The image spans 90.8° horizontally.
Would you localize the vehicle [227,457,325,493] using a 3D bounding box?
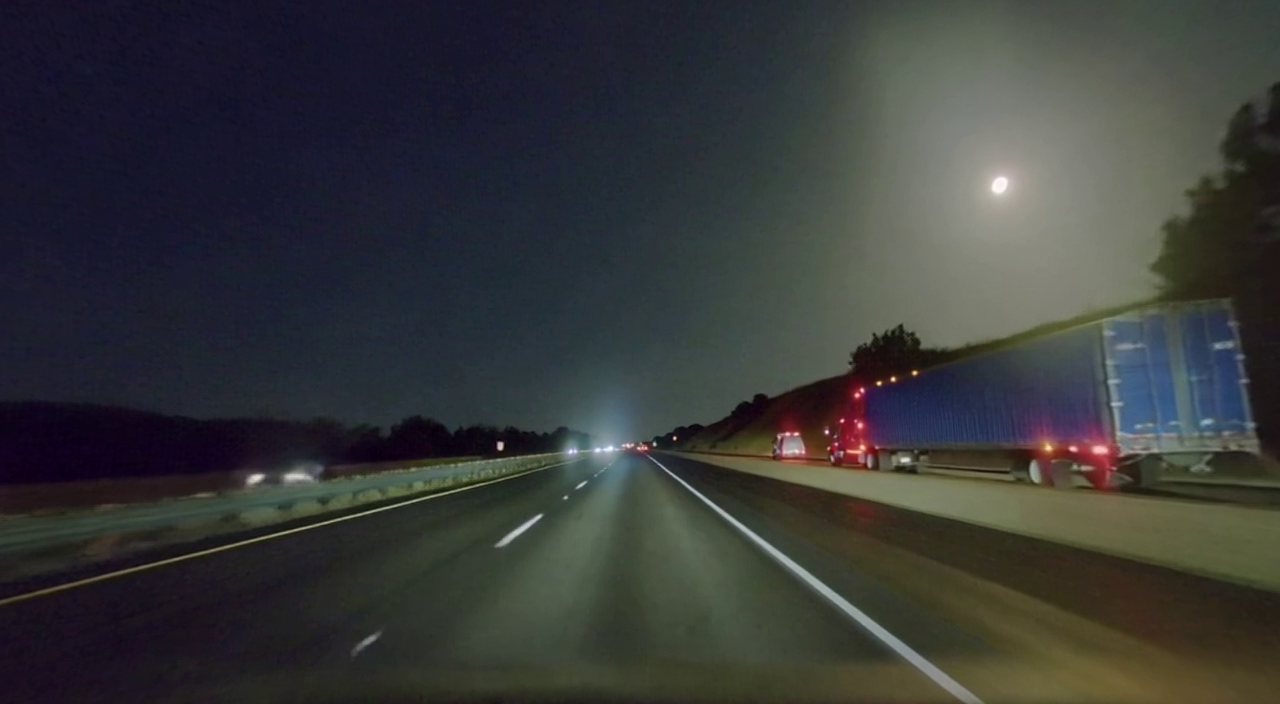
[{"bbox_3d":[-16.490,5.566,28.875,1.870,1.460,4.357,0,-9,0],"label":"vehicle"}]
